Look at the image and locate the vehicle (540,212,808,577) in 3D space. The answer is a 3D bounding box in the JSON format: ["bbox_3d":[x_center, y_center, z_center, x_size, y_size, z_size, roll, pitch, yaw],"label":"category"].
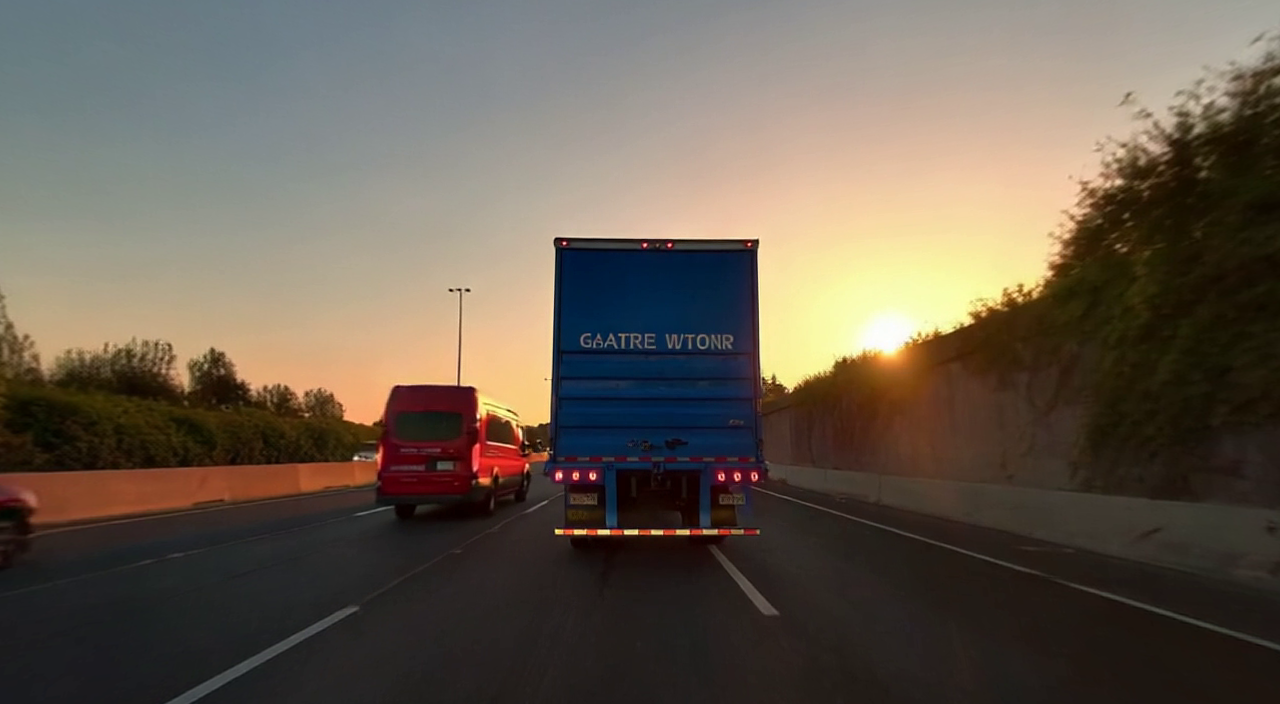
[{"bbox_3d":[0.485,1.217,12.238,2.853,4.054,10.557,0,-9,1],"label":"vehicle"}]

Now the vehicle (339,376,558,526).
[{"bbox_3d":[-4.389,2.736,17.606,2.790,2.893,10.715,0,-9,0],"label":"vehicle"}]
